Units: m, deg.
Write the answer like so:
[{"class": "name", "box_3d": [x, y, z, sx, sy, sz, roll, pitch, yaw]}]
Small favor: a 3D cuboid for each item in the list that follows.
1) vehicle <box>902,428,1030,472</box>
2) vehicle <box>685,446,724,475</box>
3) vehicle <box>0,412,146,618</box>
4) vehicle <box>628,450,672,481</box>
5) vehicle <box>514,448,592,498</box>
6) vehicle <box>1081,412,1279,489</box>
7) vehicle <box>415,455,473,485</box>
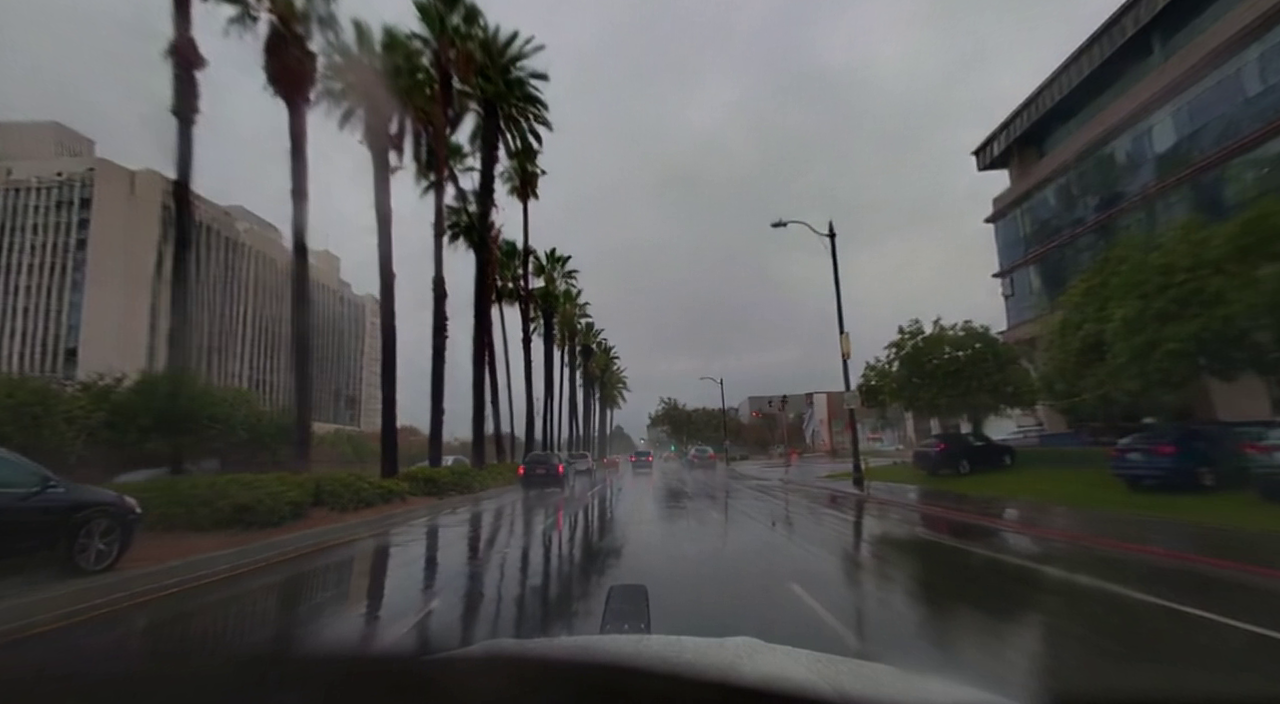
[{"class": "vehicle", "box_3d": [12.206, 3.685, 23.587, 4.378, 1.463, 1.824, 5, -10, -23]}, {"class": "vehicle", "box_3d": [4.192, 7.171, 41.764, 2.108, 1.785, 4.334, 0, -9, -1]}, {"class": "vehicle", "box_3d": [-6.501, 1.267, 4.601, 2.030, 1.730, 4.506, 0, -9, 1]}, {"class": "vehicle", "box_3d": [0.518, 5.955, 33.143, 2.147, 1.507, 3.953, 0, -9, 1]}, {"class": "vehicle", "box_3d": [-2.864, 4.109, 21.760, 1.908, 1.505, 4.369, 0, -9, 2]}, {"class": "vehicle", "box_3d": [12.182, 2.188, 13.983, 4.453, 1.475, 1.823, 4, -10, -25]}, {"class": "vehicle", "box_3d": [-11.736, 7.087, 38.045, 2.034, 1.649, 4.577, 0, -9, 0]}]
